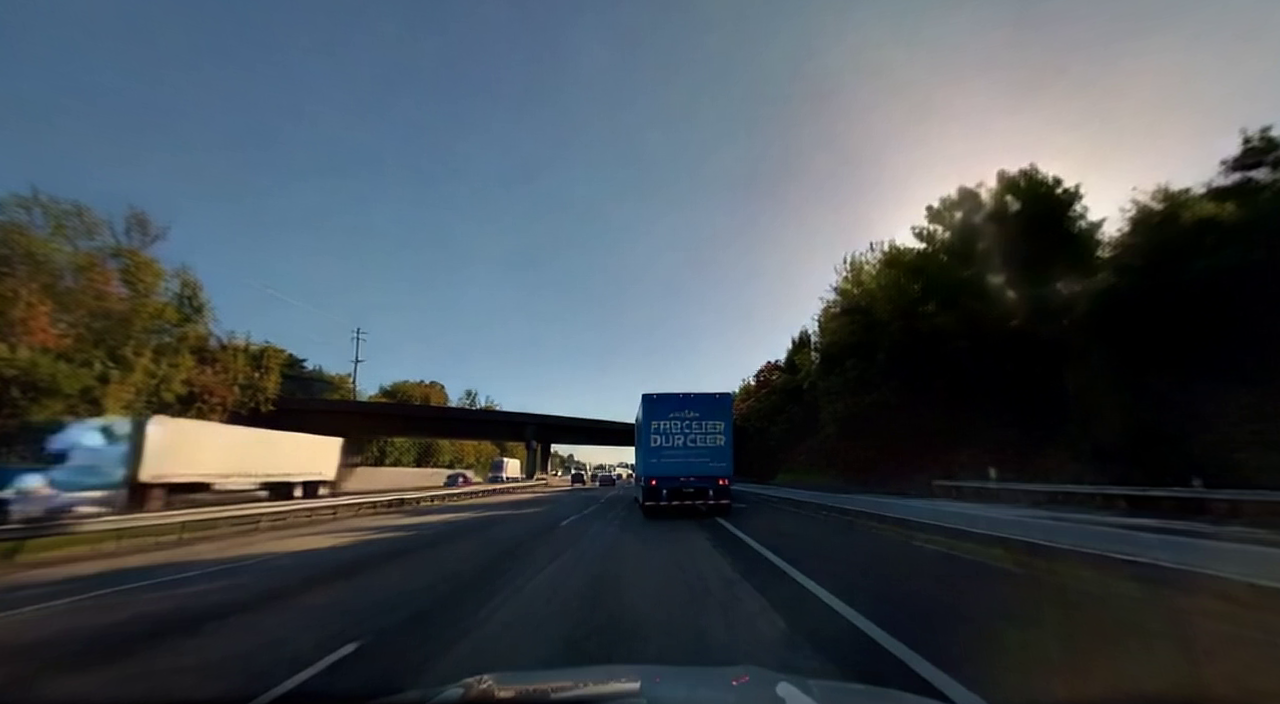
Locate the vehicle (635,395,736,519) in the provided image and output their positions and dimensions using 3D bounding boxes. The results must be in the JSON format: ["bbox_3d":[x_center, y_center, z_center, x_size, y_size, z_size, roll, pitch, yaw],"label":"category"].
[{"bbox_3d":[1.406,4.130,24.446,2.980,3.834,9.423,1,-11,-1],"label":"vehicle"}]

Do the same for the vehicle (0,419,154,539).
[{"bbox_3d":[-16.667,3.243,16.236,2.628,2.850,6.822,1,-11,1],"label":"vehicle"}]
